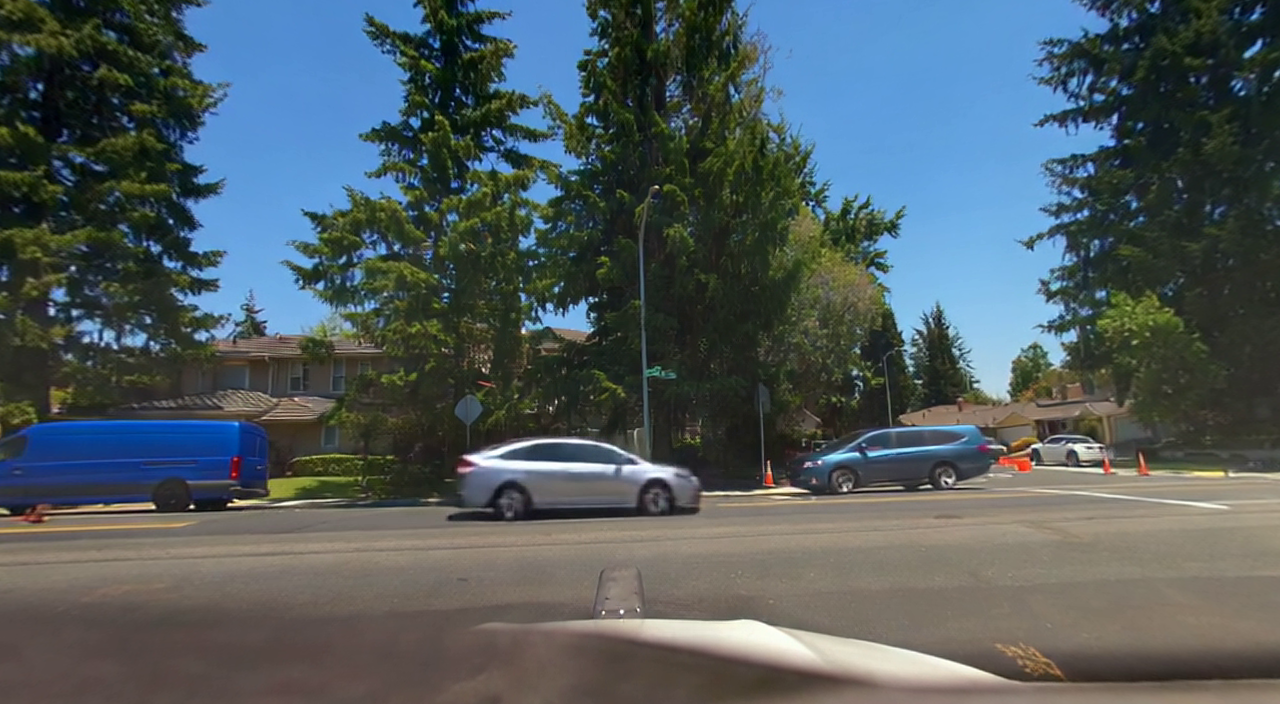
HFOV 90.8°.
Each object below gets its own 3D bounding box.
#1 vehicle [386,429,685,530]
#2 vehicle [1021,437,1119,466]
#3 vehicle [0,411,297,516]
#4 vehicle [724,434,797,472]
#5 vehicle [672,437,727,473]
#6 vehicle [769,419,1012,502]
[{"bbox_3d":[-1.674,2.171,11.107,4.684,1.556,2.087,0,-8,-3],"label":"vehicle"},{"bbox_3d":[22.657,5.255,33.375,3.863,1.453,1.826,1,-8,-4],"label":"vehicle"},{"bbox_3d":[-14.135,3.079,17.223,7.824,2.323,2.863,-2,-10,-3],"label":"vehicle"},{"bbox_3d":[5.275,4.498,28.301,2.007,1.555,4.204,1,-9,-7],"label":"vehicle"},{"bbox_3d":[2.577,4.582,28.318,1.745,1.461,4.074,1,-9,-5],"label":"vehicle"},{"bbox_3d":[5.968,2.621,15.492,5.047,1.851,2.103,1,-9,-6],"label":"vehicle"}]
